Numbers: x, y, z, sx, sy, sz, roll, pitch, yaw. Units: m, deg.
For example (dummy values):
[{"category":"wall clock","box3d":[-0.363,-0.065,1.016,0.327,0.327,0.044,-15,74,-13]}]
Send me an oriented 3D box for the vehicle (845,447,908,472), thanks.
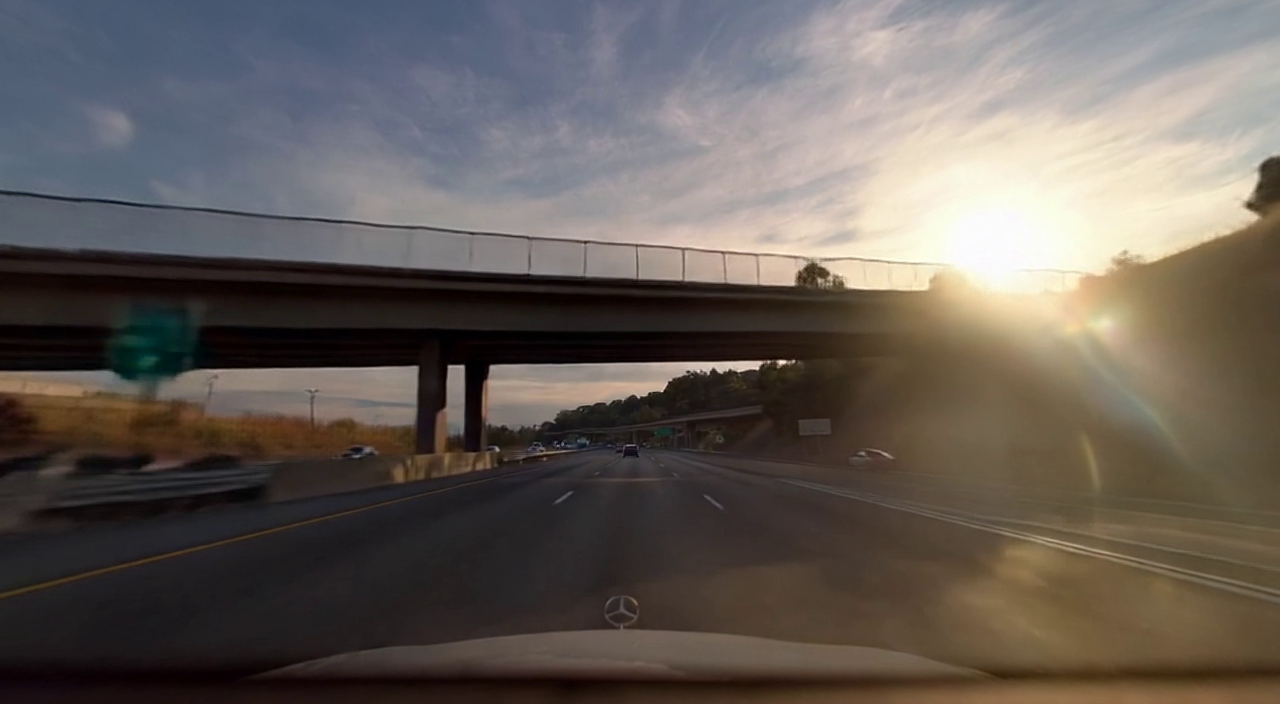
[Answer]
[{"category":"vehicle","box3d":[15.208,6.919,40.934,1.959,1.519,5.235,0,-9,-1]}]
